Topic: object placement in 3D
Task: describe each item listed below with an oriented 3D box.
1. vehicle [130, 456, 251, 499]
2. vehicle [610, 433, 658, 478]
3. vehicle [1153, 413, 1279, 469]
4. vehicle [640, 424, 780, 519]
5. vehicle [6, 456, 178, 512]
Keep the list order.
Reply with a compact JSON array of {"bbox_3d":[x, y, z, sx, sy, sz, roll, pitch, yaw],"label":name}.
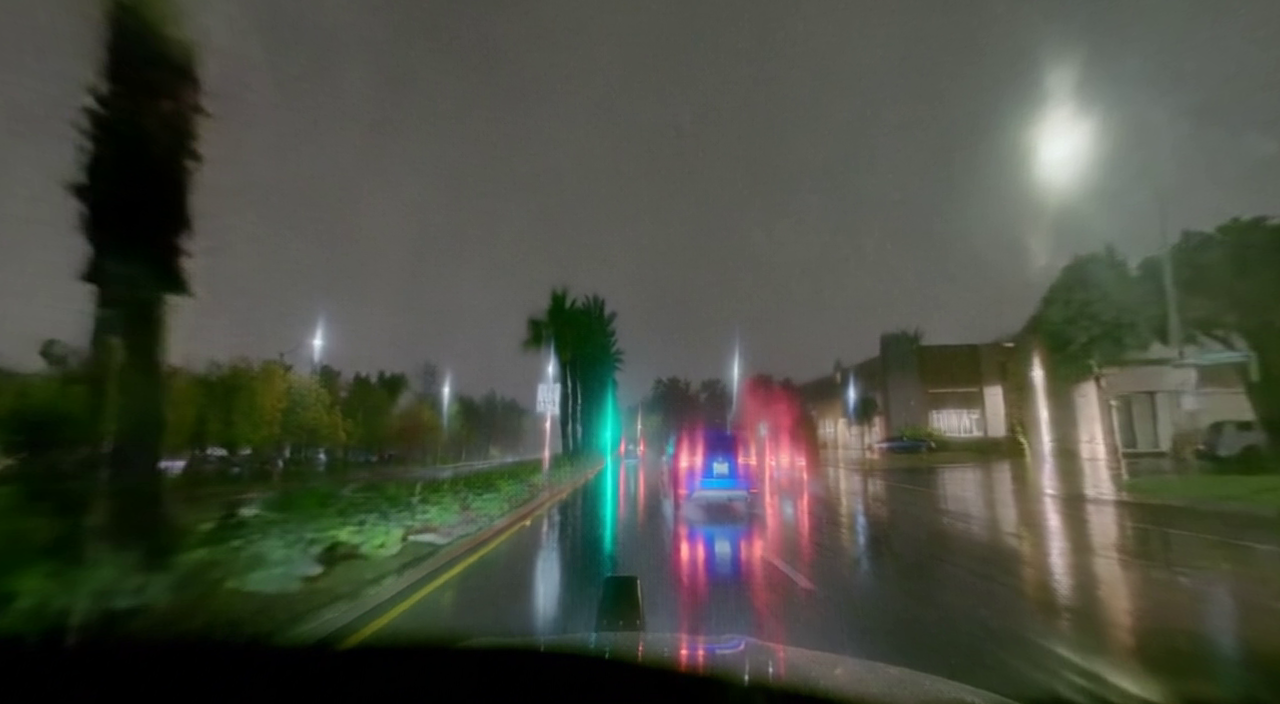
[{"bbox_3d":[-19.797,5.497,28.152,1.929,1.646,4.716,0,-8,0],"label":"vehicle"},{"bbox_3d":[-0.273,4.598,28.305,1.981,1.854,3.983,0,-8,0],"label":"vehicle"},{"bbox_3d":[21.266,3.213,22.677,1.894,1.784,4.571,0,-8,2],"label":"vehicle"},{"bbox_3d":[1.275,2.480,13.645,2.239,1.693,4.301,0,-8,-4],"label":"vehicle"},{"bbox_3d":[-19.654,4.693,23.023,2.029,1.723,4.639,0,-8,1],"label":"vehicle"}]
